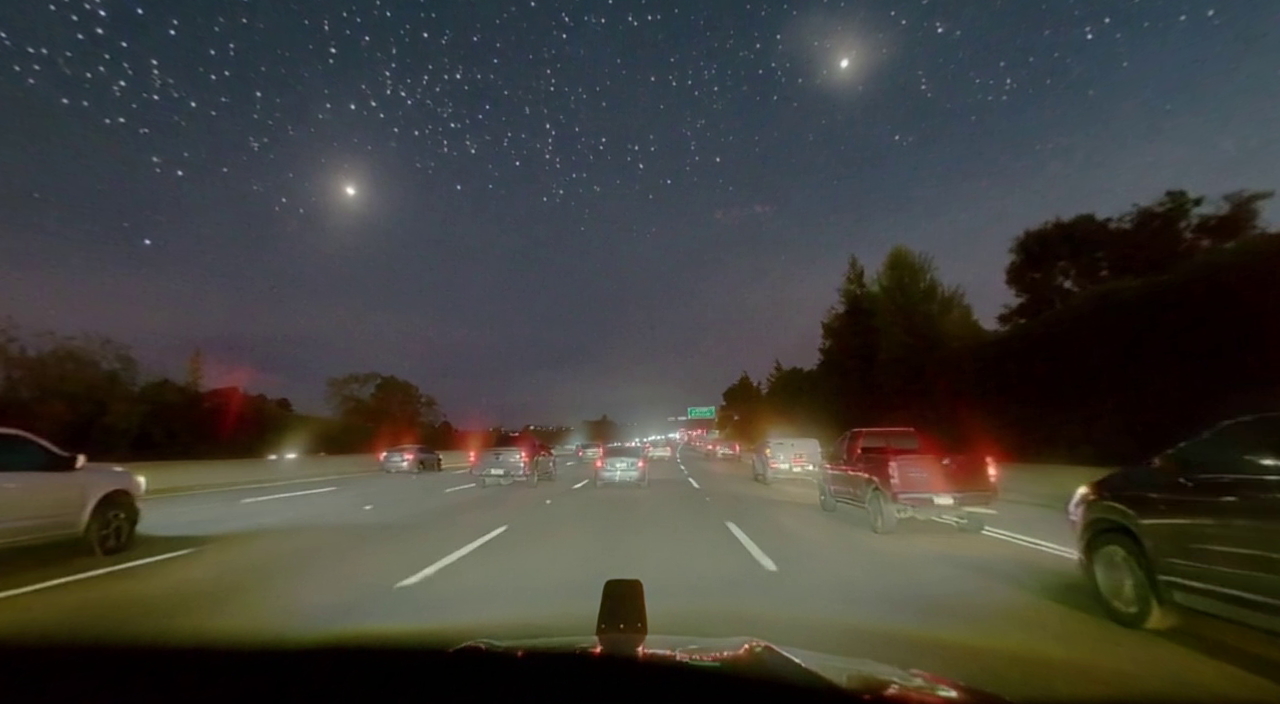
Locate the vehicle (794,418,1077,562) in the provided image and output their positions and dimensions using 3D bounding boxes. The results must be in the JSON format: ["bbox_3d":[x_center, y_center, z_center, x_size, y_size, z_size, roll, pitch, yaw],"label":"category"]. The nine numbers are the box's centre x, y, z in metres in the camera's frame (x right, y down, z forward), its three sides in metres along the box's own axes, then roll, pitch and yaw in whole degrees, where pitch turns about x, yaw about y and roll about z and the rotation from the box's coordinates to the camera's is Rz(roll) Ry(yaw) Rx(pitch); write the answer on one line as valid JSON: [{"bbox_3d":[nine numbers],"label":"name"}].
[{"bbox_3d":[3.829,1.861,9.281,1.984,1.567,4.475,0,-8,0],"label":"vehicle"}]

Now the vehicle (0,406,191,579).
[{"bbox_3d":[-7.706,1.403,6.184,2.214,1.761,5.890,0,-8,1],"label":"vehicle"}]

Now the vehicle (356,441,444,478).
[{"bbox_3d":[-10.620,4.777,28.343,1.907,1.508,4.608,-1,-8,3],"label":"vehicle"}]

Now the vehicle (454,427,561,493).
[{"bbox_3d":[-4.030,3.402,20.351,2.110,1.811,5.585,0,-8,2],"label":"vehicle"}]

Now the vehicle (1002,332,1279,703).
[{"bbox_3d":[3.836,0.775,2.564,2.003,1.778,4.658,0,-8,1],"label":"vehicle"}]

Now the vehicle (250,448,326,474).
[{"bbox_3d":[-22.084,6.827,39.819,1.922,1.495,4.609,-1,-8,4],"label":"vehicle"}]

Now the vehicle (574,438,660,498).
[{"bbox_3d":[-0.501,3.143,17.475,2.070,1.456,4.029,0,-8,2],"label":"vehicle"}]
